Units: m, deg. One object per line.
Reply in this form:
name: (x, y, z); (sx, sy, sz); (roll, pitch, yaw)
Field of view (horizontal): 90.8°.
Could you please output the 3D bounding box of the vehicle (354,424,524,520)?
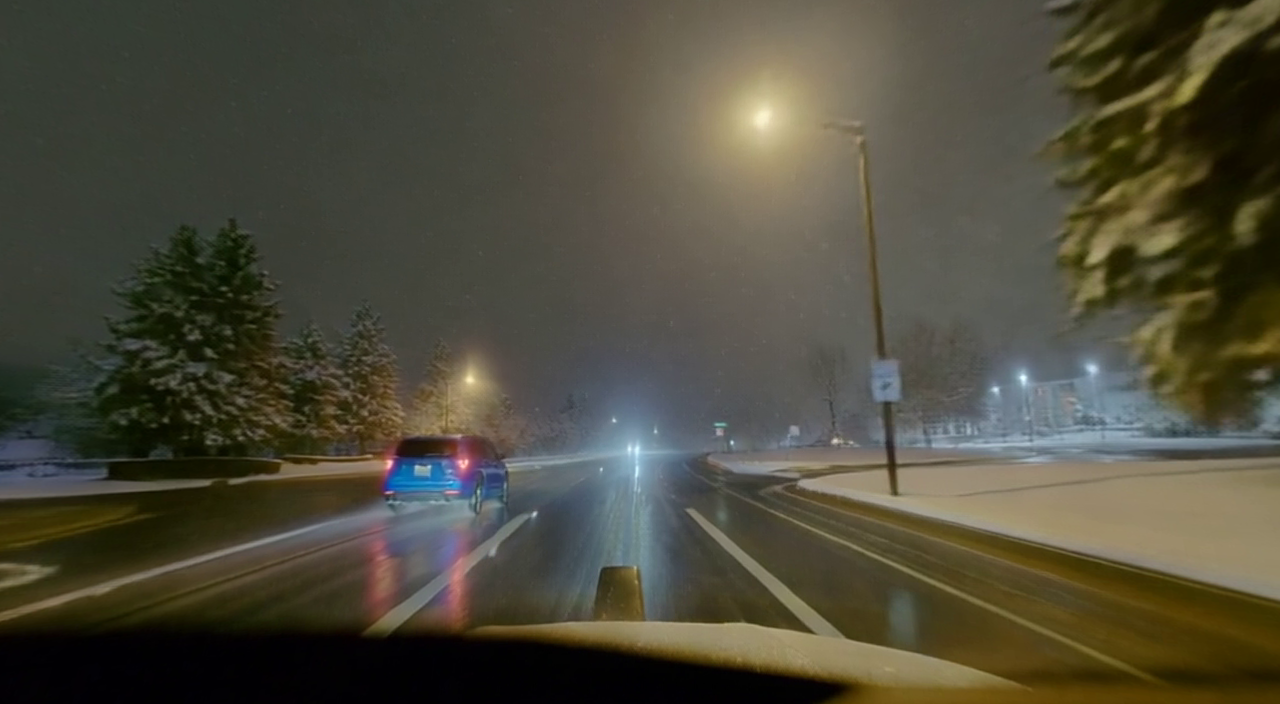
vehicle: (-4.035, 2.506, 13.654); (2.121, 1.724, 4.392); (0, -9, 1)
